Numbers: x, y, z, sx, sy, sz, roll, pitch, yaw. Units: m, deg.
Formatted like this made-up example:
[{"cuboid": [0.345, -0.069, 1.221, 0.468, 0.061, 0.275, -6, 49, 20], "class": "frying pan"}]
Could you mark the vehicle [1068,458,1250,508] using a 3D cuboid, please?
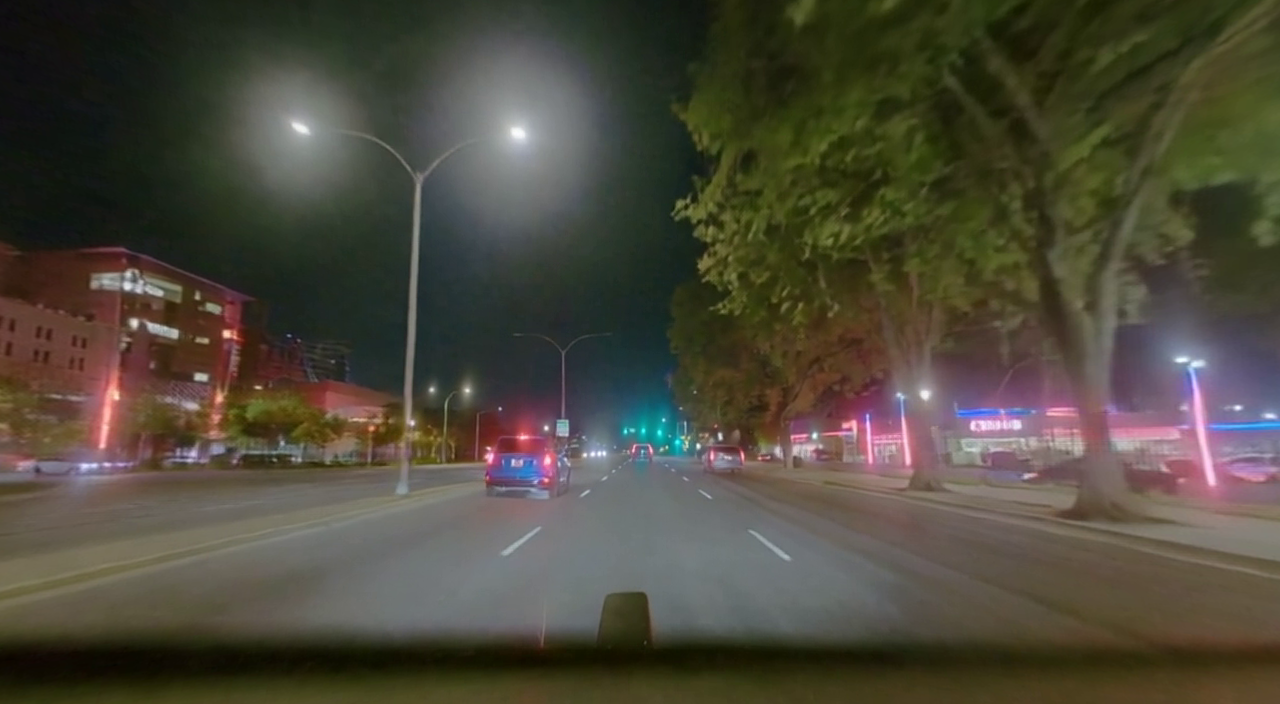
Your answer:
[{"cuboid": [16.477, 4.147, 20.163, 4.211, 1.443, 1.819, 1, -9, -1], "class": "vehicle"}]

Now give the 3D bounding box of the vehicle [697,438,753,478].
[{"cuboid": [4.086, 5.167, 30.958, 2.083, 1.779, 4.347, 1, -9, -1], "class": "vehicle"}]

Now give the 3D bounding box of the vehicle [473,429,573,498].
[{"cuboid": [-3.356, 3.313, 19.016, 2.047, 1.810, 4.414, 0, -9, 1], "class": "vehicle"}]
